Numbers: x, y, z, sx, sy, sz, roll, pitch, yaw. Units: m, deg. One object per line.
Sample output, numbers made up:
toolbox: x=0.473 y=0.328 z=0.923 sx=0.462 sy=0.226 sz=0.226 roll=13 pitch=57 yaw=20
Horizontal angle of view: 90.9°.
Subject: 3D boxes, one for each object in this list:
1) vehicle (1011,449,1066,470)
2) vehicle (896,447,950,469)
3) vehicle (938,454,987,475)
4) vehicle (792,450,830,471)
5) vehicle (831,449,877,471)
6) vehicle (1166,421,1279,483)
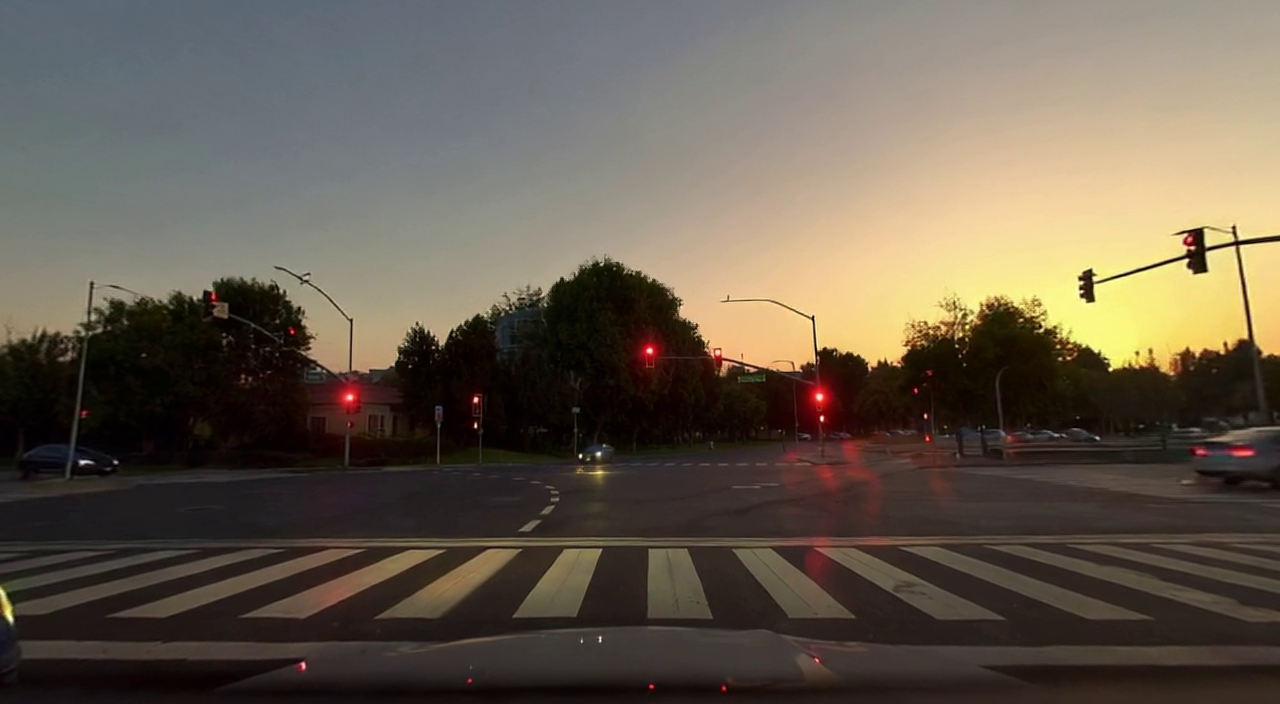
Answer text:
vehicle: x=28.495 y=7.673 z=45.205 sx=1.662 sy=1.440 sz=3.583 roll=-1 pitch=-8 yaw=3
vehicle: x=20.592 y=7.682 z=46.036 sx=1.815 sy=1.515 sz=4.552 roll=0 pitch=-8 yaw=0
vehicle: x=23.014 y=8.000 z=45.051 sx=1.633 sy=1.324 sz=3.449 roll=-1 pitch=-8 yaw=-1
vehicle: x=12.575 y=7.941 z=46.482 sx=1.647 sy=1.386 sz=3.725 roll=-1 pitch=-8 yaw=-1
vehicle: x=15.534 y=7.838 z=45.965 sx=1.714 sy=1.458 sz=4.206 roll=0 pitch=-8 yaw=-2
vehicle: x=16.399 y=2.570 z=16.275 sx=3.894 sy=1.490 sz=1.810 roll=-1 pitch=-8 yaw=3
